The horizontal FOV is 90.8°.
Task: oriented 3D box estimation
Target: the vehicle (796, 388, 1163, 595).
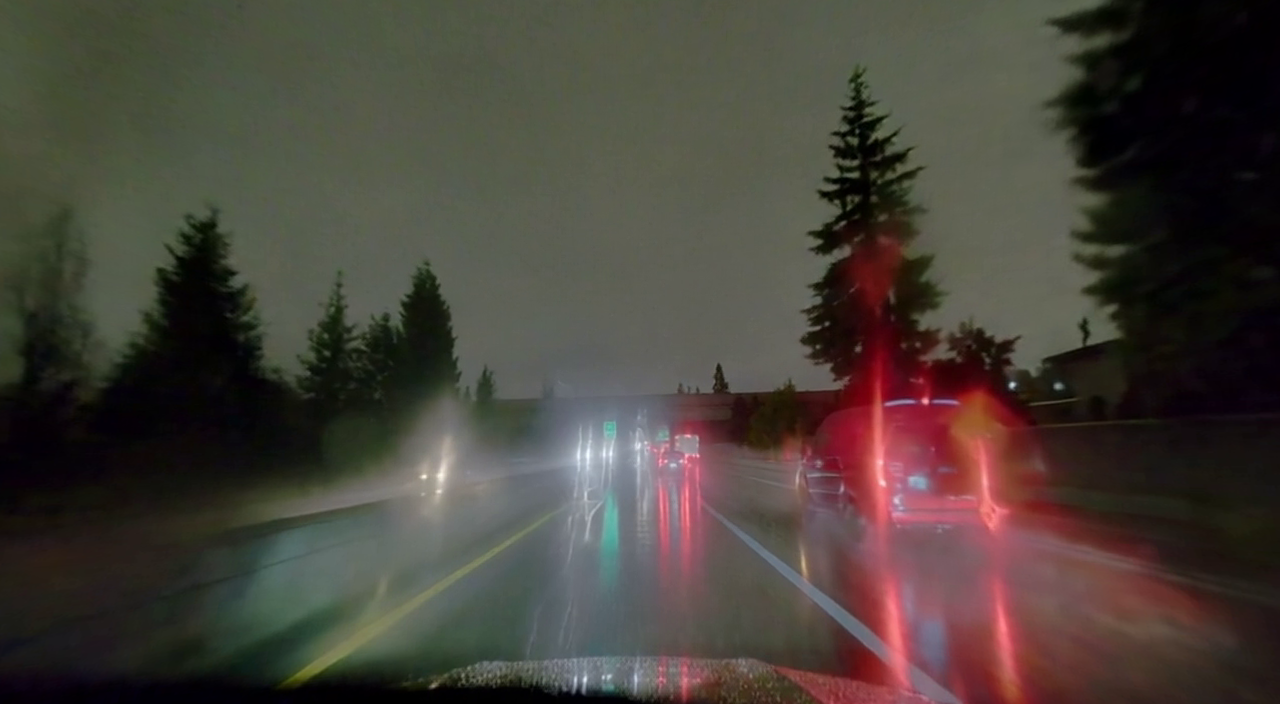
[{"bbox_3d":[3.978,1.773,8.900,2.152,1.998,5.380,0,-9,0],"label":"vehicle"}]
